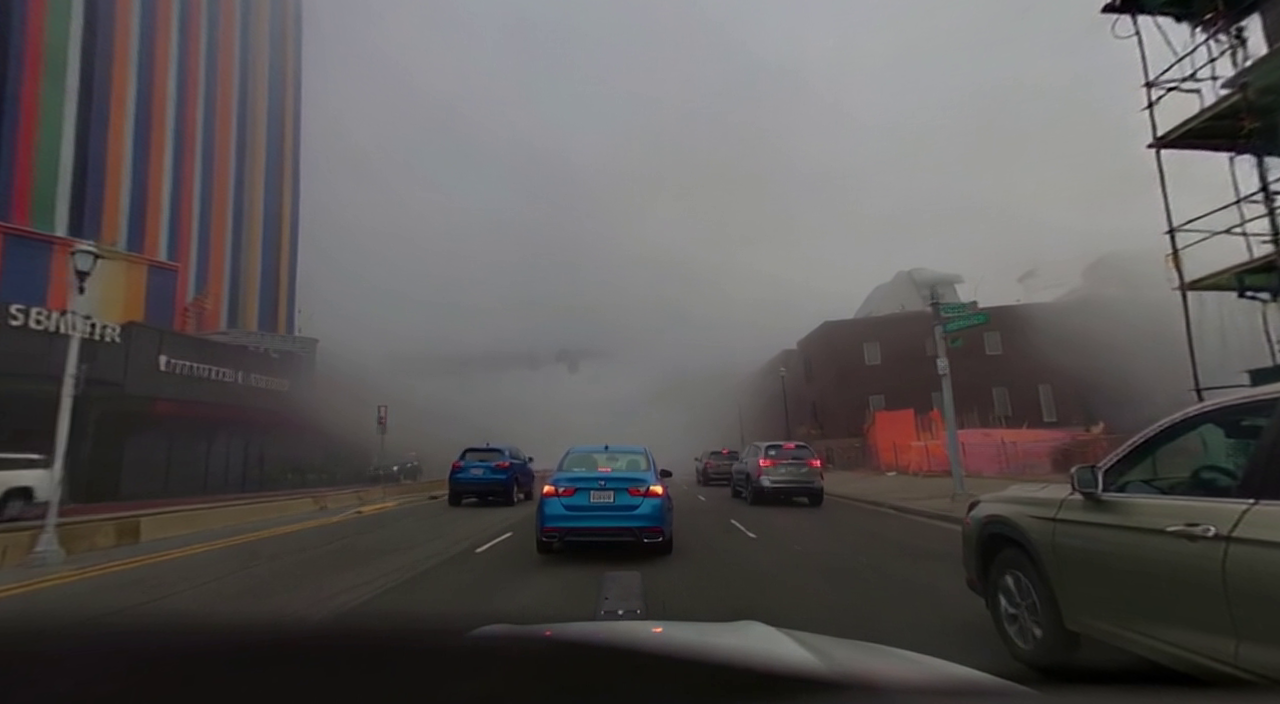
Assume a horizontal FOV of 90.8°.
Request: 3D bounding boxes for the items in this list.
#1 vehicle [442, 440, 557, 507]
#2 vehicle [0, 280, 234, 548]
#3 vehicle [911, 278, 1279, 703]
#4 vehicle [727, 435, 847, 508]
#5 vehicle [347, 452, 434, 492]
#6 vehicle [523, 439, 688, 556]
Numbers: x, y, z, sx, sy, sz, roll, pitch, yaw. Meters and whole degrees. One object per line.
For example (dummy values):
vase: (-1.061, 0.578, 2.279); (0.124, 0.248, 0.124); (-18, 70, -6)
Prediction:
vehicle: (-3.907, 3.453, 18.489); (2.201, 1.691, 4.305); (-1, -8, 3)
vehicle: (-9.111, 1.071, 10.158); (2.592, 3.548, 3.414); (-2, -9, 4)
vehicle: (3.467, 0.789, 2.848); (2.182, 1.954, 5.341); (0, -8, 1)
vehicle: (3.992, 3.321, 18.147); (2.185, 1.797, 4.934); (0, -8, -1)
vehicle: (-12.422, 5.994, 31.883); (2.136, 1.764, 4.855); (-1, -8, 4)
vehicle: (-0.399, 2.200, 10.328); (2.131, 1.496, 4.193); (0, -8, 1)
